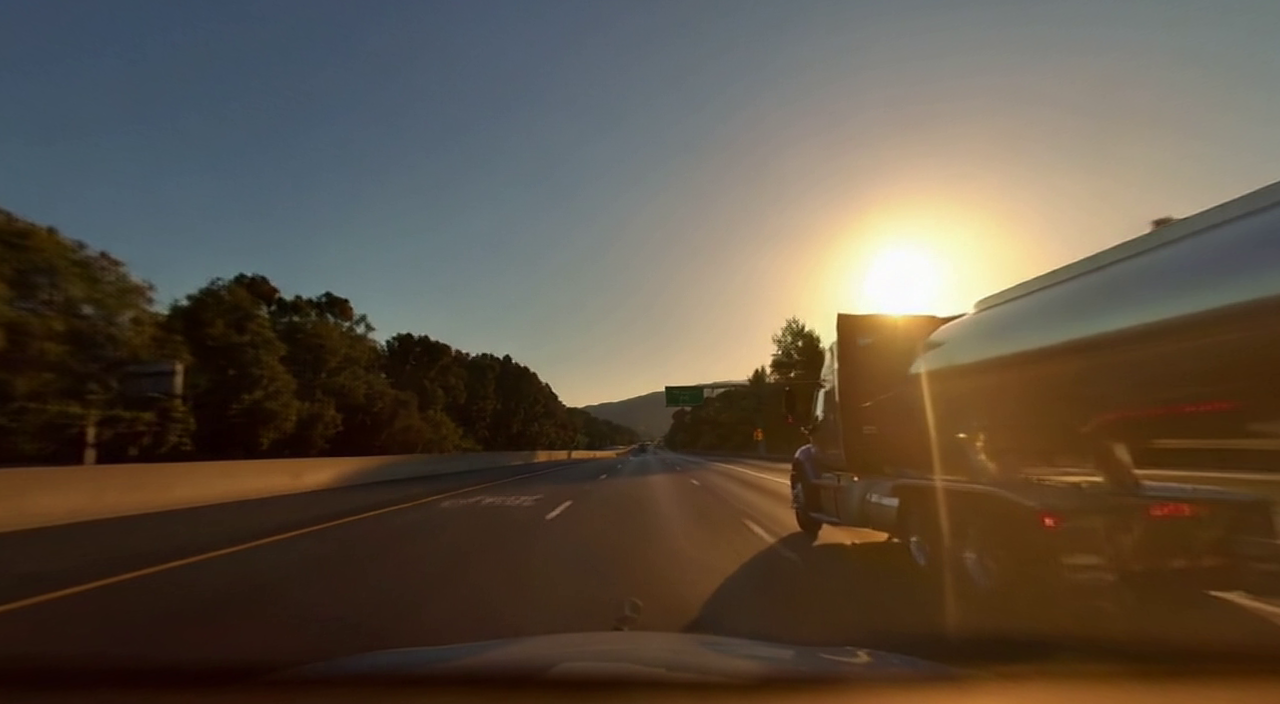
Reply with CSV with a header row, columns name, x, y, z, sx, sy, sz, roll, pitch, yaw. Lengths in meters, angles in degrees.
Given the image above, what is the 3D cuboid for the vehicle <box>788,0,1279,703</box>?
name,x,y,z,sx,sy,sz,roll,pitch,yaw
vehicle,3.945,0.363,6.037,3.034,3.651,8.256,0,-8,0
